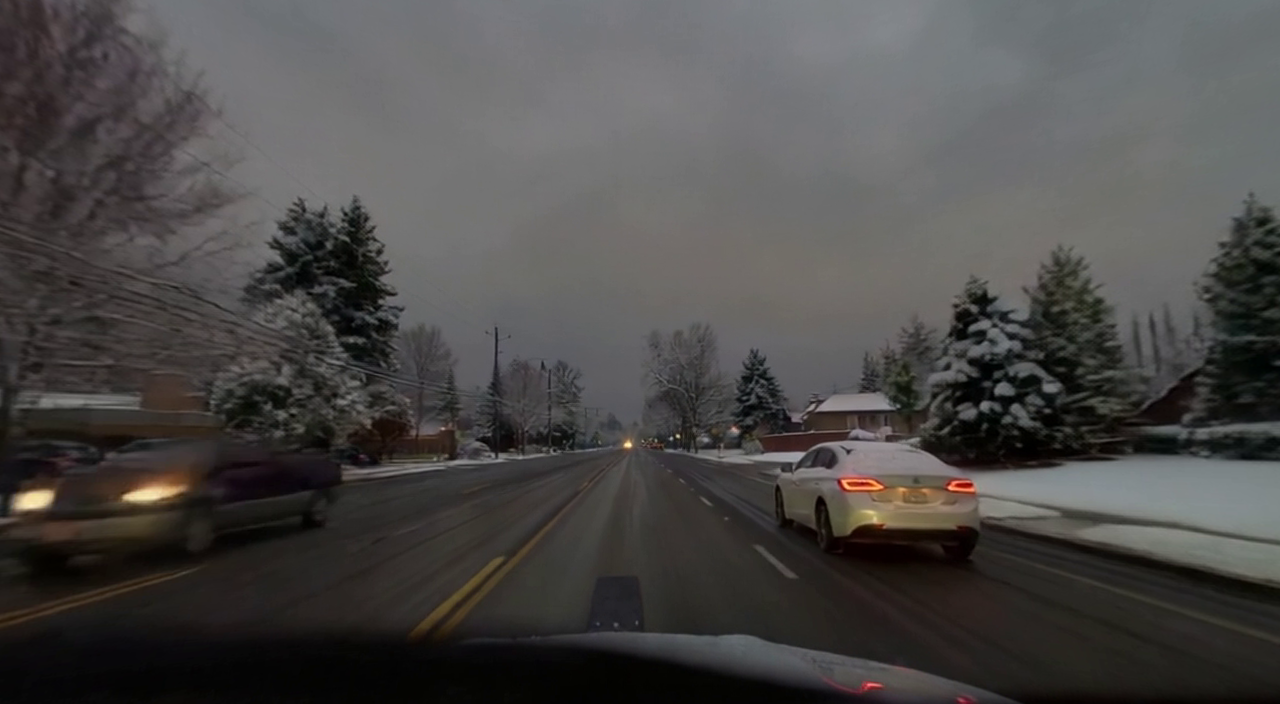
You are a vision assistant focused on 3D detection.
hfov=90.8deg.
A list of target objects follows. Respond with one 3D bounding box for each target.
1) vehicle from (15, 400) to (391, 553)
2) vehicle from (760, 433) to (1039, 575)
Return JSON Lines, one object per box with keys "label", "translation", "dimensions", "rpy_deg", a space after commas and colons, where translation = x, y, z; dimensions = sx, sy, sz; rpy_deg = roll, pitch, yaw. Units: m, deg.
{"label": "vehicle", "translation": [-6.966, 2.096, 11.462], "dimensions": [2.334, 1.985, 6.274], "rpy_deg": [0, -9, 0]}
{"label": "vehicle", "translation": [3.171, 1.938, 8.883], "dimensions": [2.057, 1.493, 4.225], "rpy_deg": [0, -9, -1]}
